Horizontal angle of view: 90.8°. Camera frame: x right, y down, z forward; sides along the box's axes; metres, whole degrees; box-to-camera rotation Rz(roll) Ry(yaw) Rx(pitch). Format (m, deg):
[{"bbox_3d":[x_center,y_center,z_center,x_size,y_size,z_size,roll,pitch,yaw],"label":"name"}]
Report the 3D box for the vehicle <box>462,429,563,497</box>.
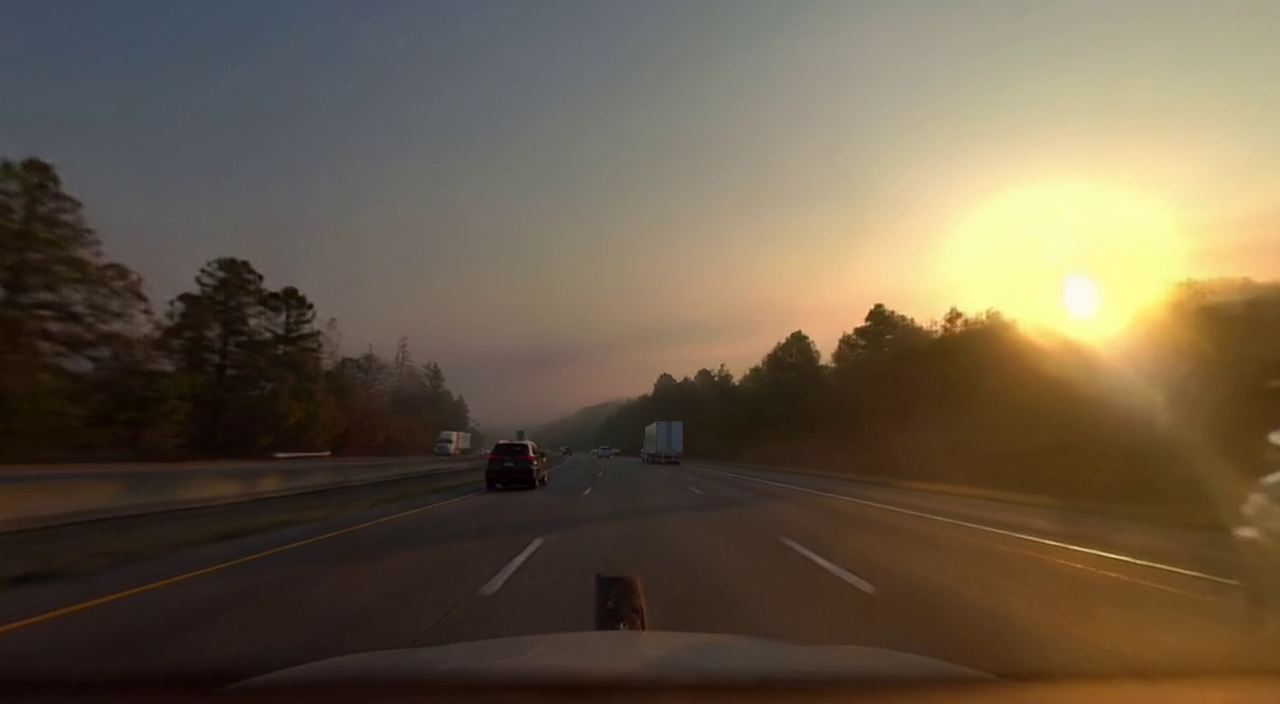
[{"bbox_3d":[-3.956,3.571,20.586,2.337,1.942,4.984,0,-9,-1],"label":"vehicle"}]
